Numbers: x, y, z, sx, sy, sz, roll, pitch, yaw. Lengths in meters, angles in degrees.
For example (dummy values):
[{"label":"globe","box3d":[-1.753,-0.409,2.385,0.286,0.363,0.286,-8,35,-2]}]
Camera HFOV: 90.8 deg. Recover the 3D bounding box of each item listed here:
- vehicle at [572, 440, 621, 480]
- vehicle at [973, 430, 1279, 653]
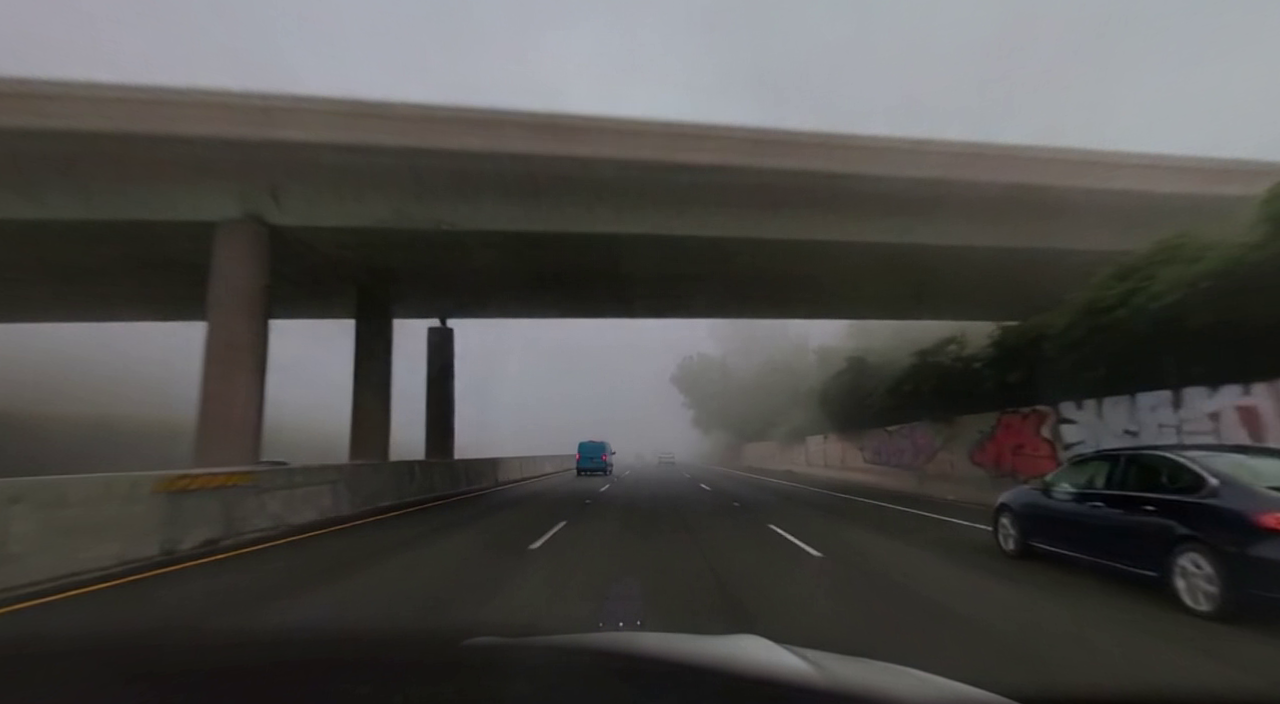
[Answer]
[{"label":"vehicle","box3d":[-2.321,5.940,35.045,2.310,2.030,5.094,0,-9,1]},{"label":"vehicle","box3d":[5.298,1.503,5.767,1.972,1.492,4.623,0,-9,0]}]
